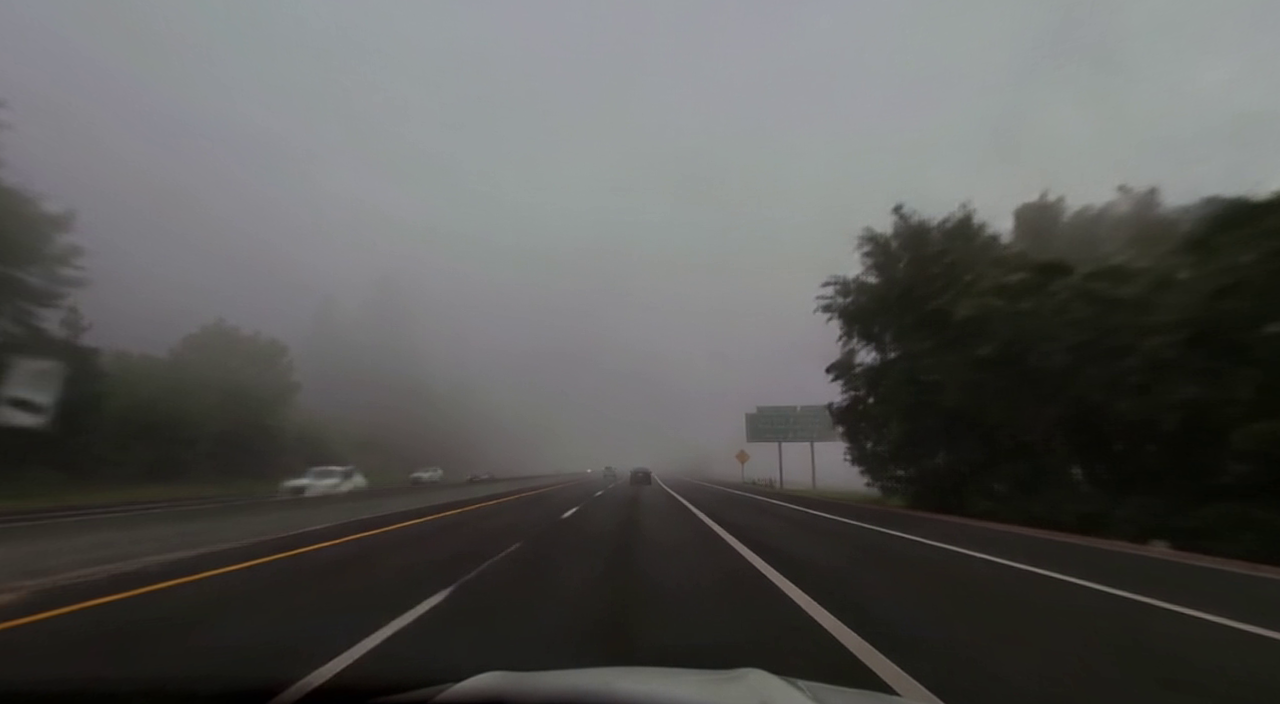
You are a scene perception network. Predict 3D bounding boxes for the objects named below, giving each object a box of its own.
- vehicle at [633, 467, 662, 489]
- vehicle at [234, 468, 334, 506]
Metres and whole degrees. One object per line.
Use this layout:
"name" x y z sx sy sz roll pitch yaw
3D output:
"vehicle" 0.514 9.315 46.639 2.016 1.530 4.009 1 -10 0
"vehicle" -15.757 5.970 28.165 1.863 1.525 4.211 1 -11 1
